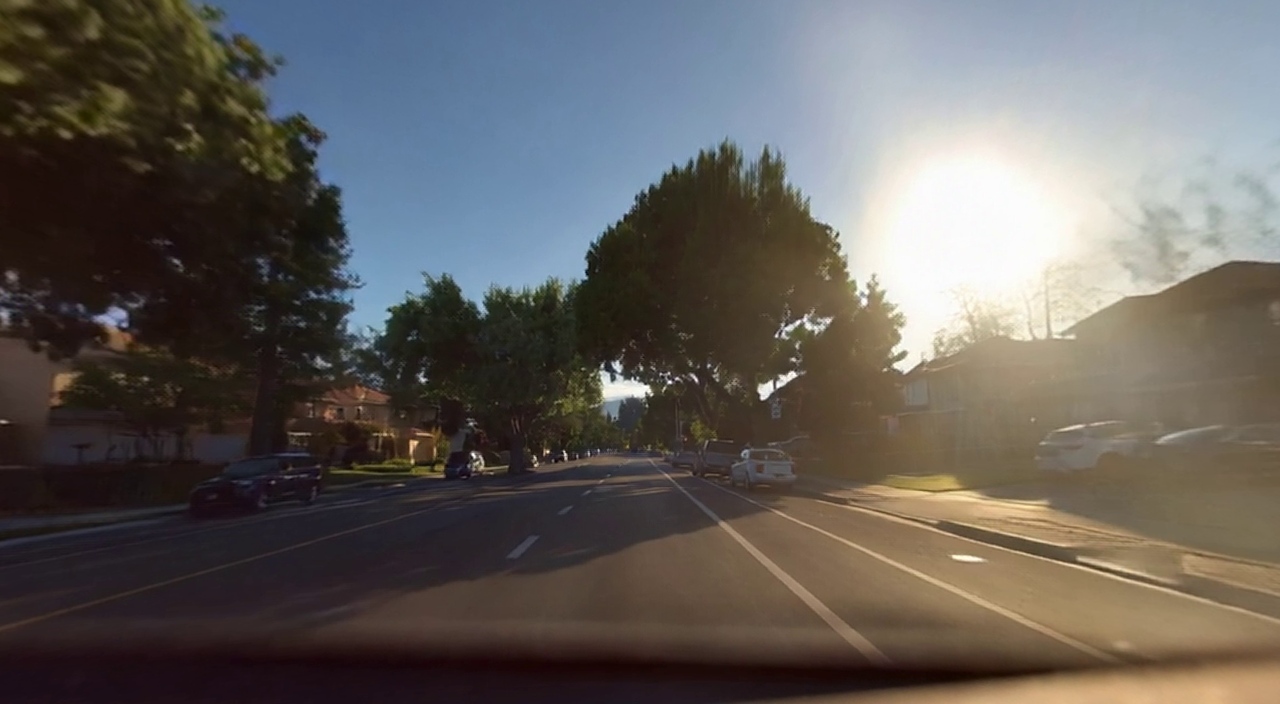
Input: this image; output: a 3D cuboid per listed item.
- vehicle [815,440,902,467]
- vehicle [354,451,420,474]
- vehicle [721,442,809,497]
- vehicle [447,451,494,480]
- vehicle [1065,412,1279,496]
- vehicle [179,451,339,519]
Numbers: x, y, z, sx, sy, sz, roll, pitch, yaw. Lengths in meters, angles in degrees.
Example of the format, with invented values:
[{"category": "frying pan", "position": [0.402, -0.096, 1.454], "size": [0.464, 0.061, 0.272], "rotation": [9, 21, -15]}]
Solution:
[{"category": "vehicle", "position": [12.422, 5.797, 36.088], "size": [4.285, 1.434, 1.740], "rotation": [0, -9, 0]}, {"category": "vehicle", "position": [-19.949, 8.706, 49.959], "size": [4.359, 1.727, 2.029], "rotation": [0, -9, -2]}, {"category": "vehicle", "position": [4.059, 3.891, 21.306], "size": [2.007, 1.657, 4.362], "rotation": [0, -9, -1]}, {"category": "vehicle", "position": [-10.909, 7.367, 40.997], "size": [1.964, 1.667, 4.217], "rotation": [-3, -10, -2]}, {"category": "vehicle", "position": [12.224, 2.209, 13.816], "size": [4.364, 1.677, 2.006], "rotation": [0, -9, 0]}, {"category": "vehicle", "position": [-10.953, 3.799, 18.631], "size": [2.091, 1.717, 4.392], "rotation": [0, -9, -3]}]
